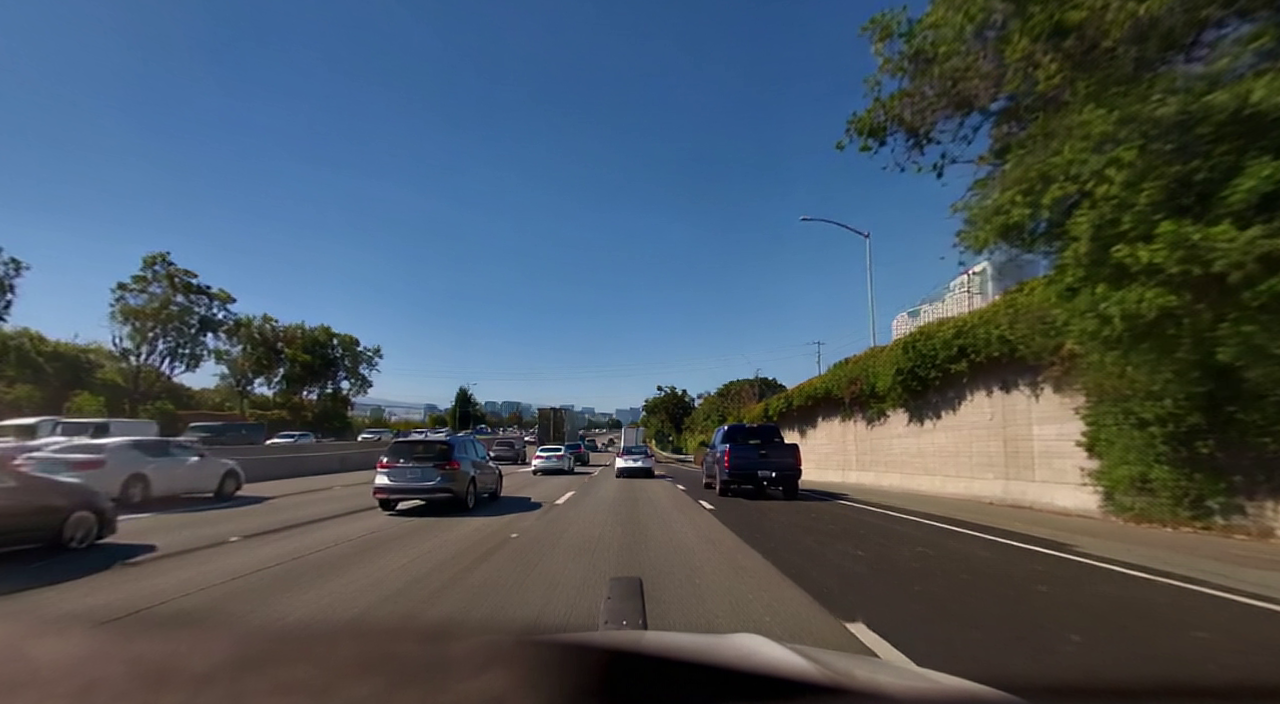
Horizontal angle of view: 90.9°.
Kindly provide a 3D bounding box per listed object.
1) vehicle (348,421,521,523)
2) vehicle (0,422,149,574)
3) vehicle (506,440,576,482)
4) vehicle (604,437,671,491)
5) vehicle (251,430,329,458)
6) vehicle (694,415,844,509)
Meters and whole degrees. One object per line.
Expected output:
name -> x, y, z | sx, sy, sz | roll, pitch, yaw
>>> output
vehicle -> -3.931, 2.379, 13.037 | 2.026, 1.719, 4.490 | 0, -8, 0
vehicle -> -7.533, 1.421, 5.933 | 1.985, 1.529, 4.710 | 0, -8, 1
vehicle -> -3.909, 4.410, 25.836 | 2.049, 1.530, 4.707 | 0, -8, 1
vehicle -> -0.053, 3.822, 21.848 | 2.092, 1.671, 3.889 | 0, -8, 1
vehicle -> -20.738, 5.489, 37.578 | 2.070, 1.583, 4.541 | 0, -8, 0
vehicle -> 3.225, 2.953, 17.462 | 2.793, 2.132, 5.682 | 0, -8, -1
